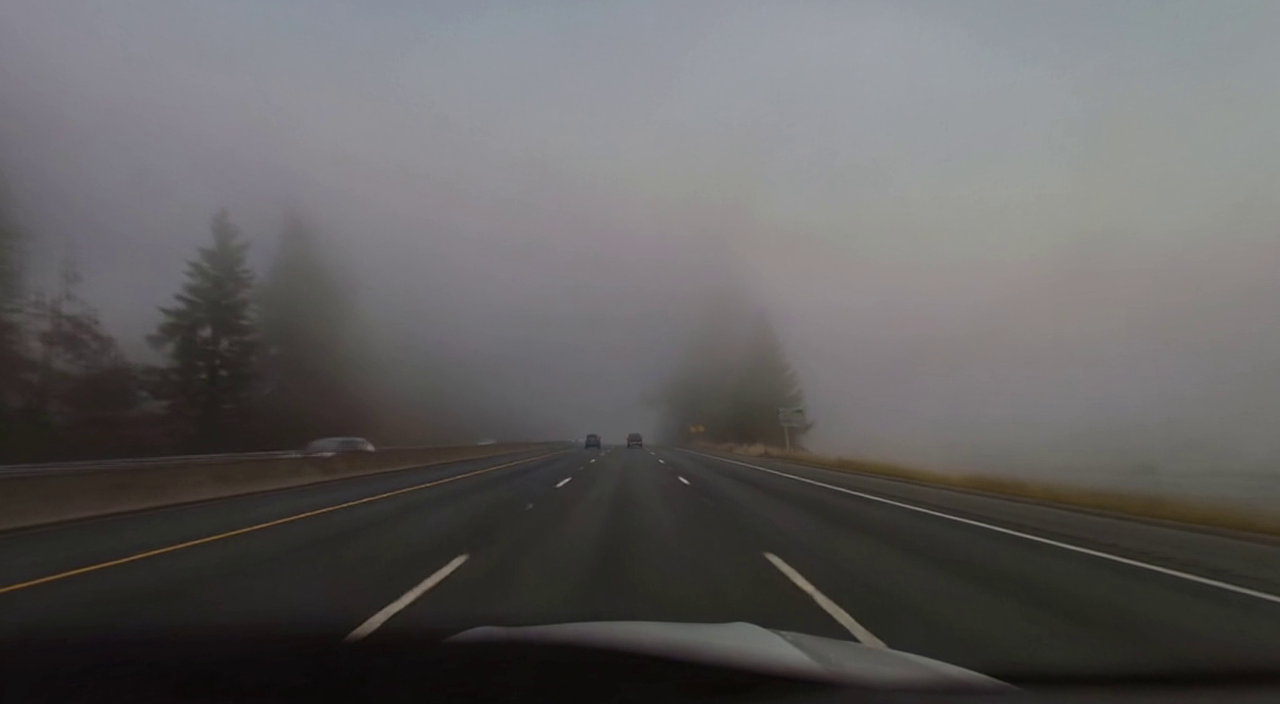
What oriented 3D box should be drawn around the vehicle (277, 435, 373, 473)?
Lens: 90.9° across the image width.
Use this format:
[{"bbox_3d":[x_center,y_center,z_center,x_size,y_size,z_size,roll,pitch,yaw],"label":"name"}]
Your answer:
[{"bbox_3d":[-13.152,4.265,26.634,1.816,1.451,4.338,0,-8,0],"label":"vehicle"}]
